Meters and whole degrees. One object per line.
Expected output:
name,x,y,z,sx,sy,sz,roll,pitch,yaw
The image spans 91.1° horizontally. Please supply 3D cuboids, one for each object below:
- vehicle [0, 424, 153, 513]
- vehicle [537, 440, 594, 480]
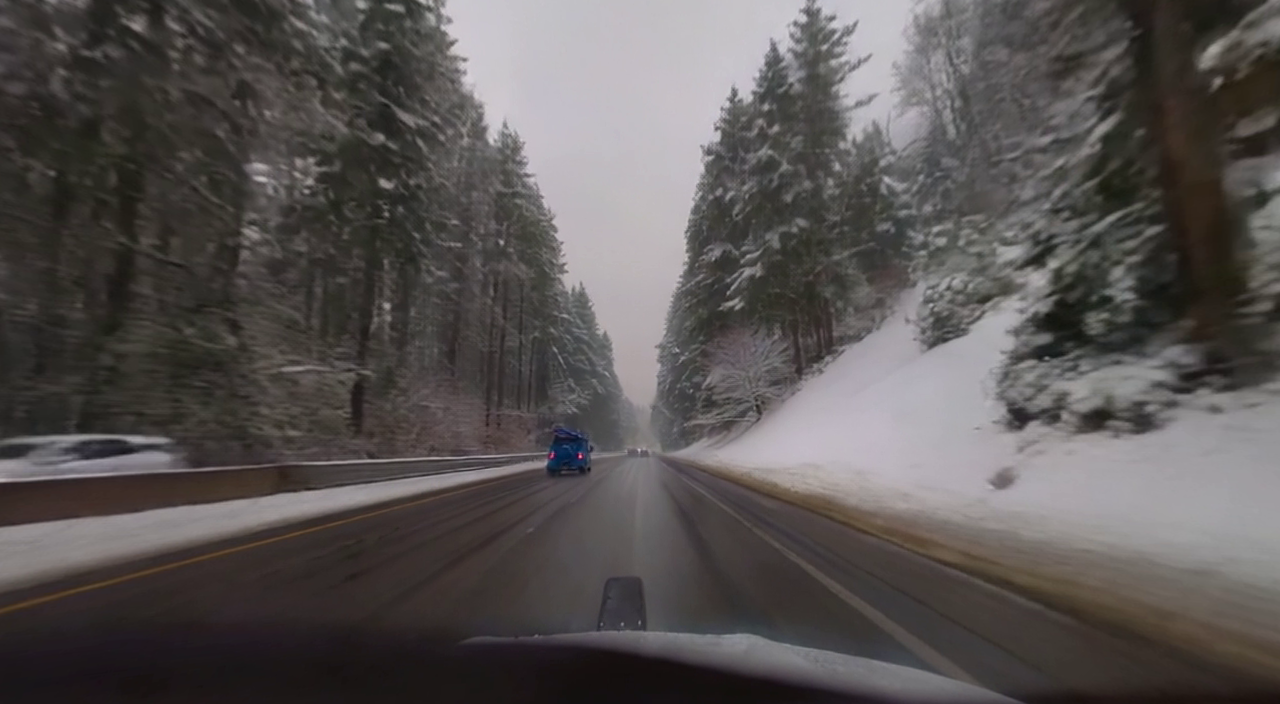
vehicle,-13.788,2.532,13.876,2.126,1.744,4.816,0,-9,0
vehicle,-3.459,5.152,30.183,2.084,1.752,4.479,0,-9,1
